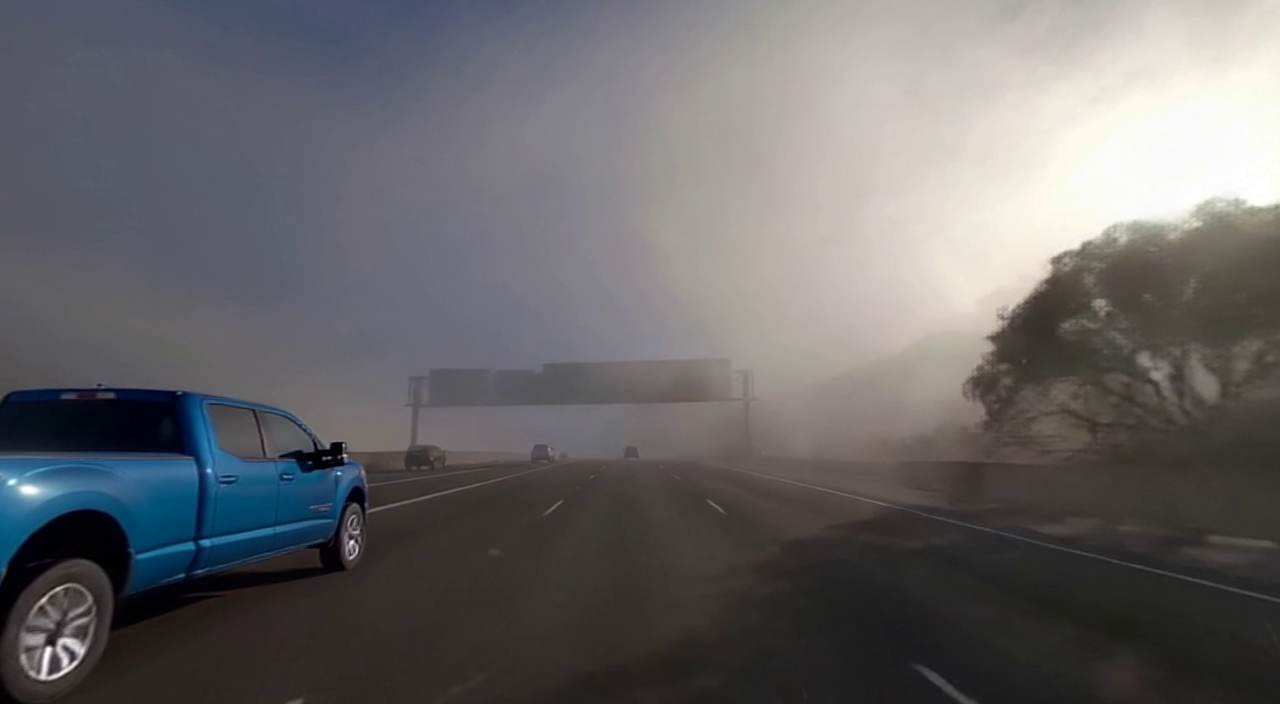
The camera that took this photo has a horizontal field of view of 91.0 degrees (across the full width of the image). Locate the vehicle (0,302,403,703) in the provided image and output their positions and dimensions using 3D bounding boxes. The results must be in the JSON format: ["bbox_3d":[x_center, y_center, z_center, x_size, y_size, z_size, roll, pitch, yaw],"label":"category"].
[{"bbox_3d":[-4.239,1.066,4.944,2.339,2.004,6.171,0,-9,0],"label":"vehicle"}]

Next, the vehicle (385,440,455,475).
[{"bbox_3d":[-11.475,5.532,33.196,2.106,1.692,4.458,0,-9,-1],"label":"vehicle"}]
